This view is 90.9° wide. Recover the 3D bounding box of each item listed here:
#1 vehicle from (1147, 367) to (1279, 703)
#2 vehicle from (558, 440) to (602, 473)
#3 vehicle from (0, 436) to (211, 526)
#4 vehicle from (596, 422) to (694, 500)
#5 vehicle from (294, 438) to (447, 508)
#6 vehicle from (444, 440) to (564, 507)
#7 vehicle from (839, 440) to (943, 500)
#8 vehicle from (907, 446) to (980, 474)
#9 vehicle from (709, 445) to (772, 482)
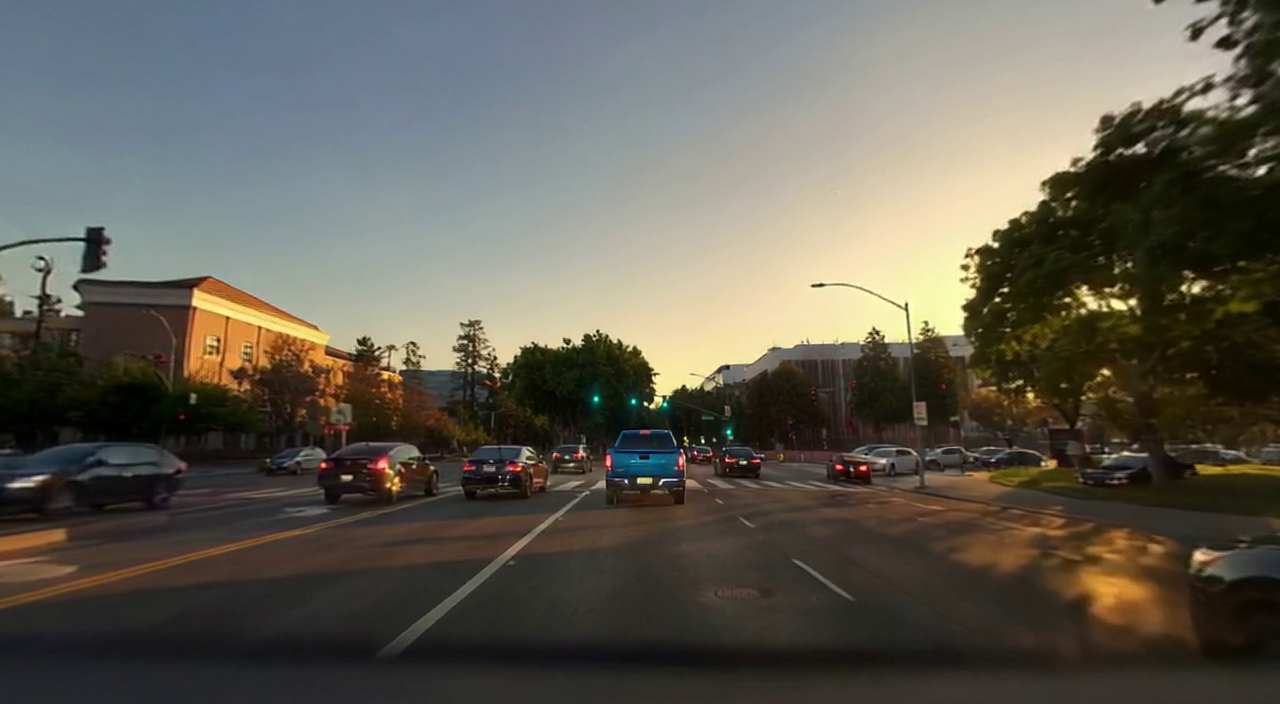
[{"bbox_3d":[3.455,0.653,0.933,1.955,1.628,4.152,0,-8,1],"label":"vehicle"},{"bbox_3d":[-3.328,5.840,35.508,2.018,1.700,4.142,0,-8,1],"label":"vehicle"},{"bbox_3d":[-12.165,2.765,14.136,2.054,1.662,4.384,0,-8,-1],"label":"vehicle"},{"bbox_3d":[0.124,3.136,18.505,2.493,1.934,4.957,0,-8,0],"label":"vehicle"},{"bbox_3d":[-6.652,3.010,16.205,1.907,1.541,4.364,0,-8,1],"label":"vehicle"},{"bbox_3d":[-3.280,3.019,16.194,1.986,1.465,4.509,0,-8,1],"label":"vehicle"},{"bbox_3d":[8.928,4.191,22.910,2.126,1.820,4.521,2,-8,3],"label":"vehicle"},{"bbox_3d":[22.591,7.956,46.881,5.227,1.935,2.289,5,-10,-32],"label":"vehicle"},{"bbox_3d":[4.271,4.789,27.505,1.968,1.472,4.456,0,-8,0],"label":"vehicle"}]
